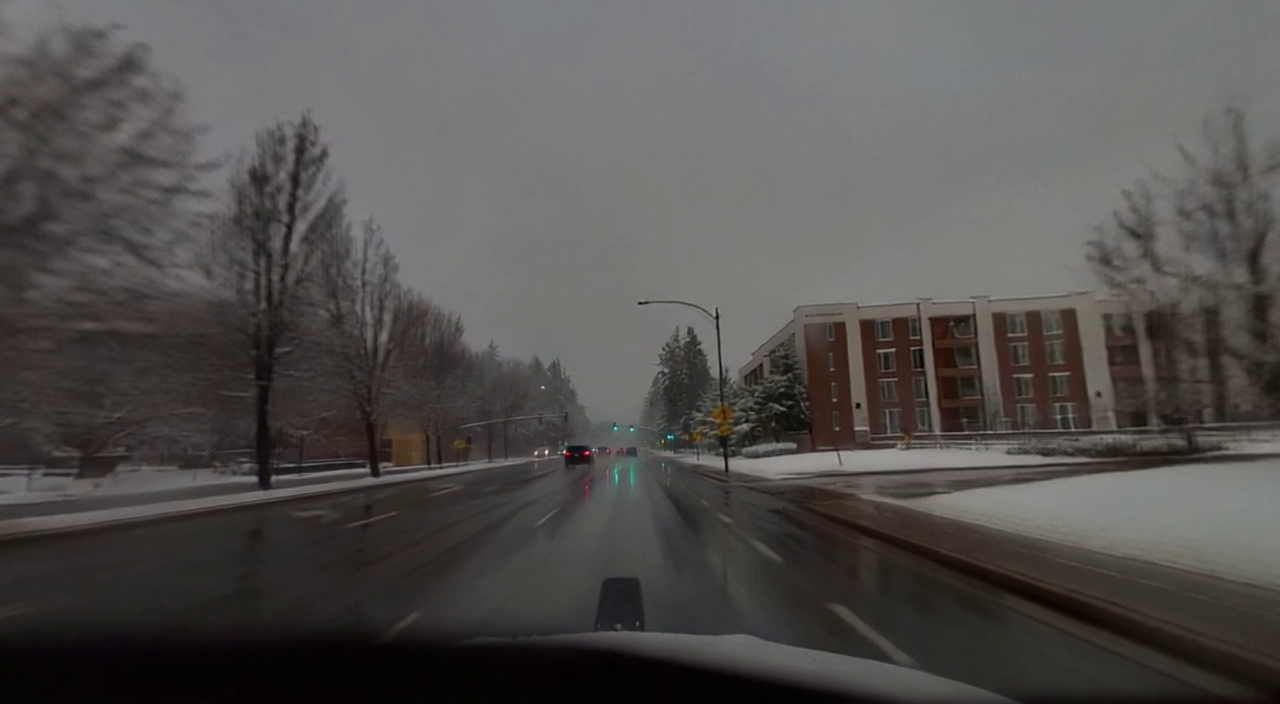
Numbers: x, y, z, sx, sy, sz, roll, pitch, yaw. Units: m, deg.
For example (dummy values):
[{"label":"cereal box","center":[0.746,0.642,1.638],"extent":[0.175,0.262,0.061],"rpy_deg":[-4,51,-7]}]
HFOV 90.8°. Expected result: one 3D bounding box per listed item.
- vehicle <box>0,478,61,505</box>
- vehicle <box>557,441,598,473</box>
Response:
[{"label":"vehicle","center":[-37.114,8.156,36.984],"extent":[4.309,1.440,2.070],"rpy_deg":[0,-9,1]},{"label":"vehicle","center":[-3.563,6.072,36.718],"extent":[1.959,1.741,4.141],"rpy_deg":[0,-8,1]}]
